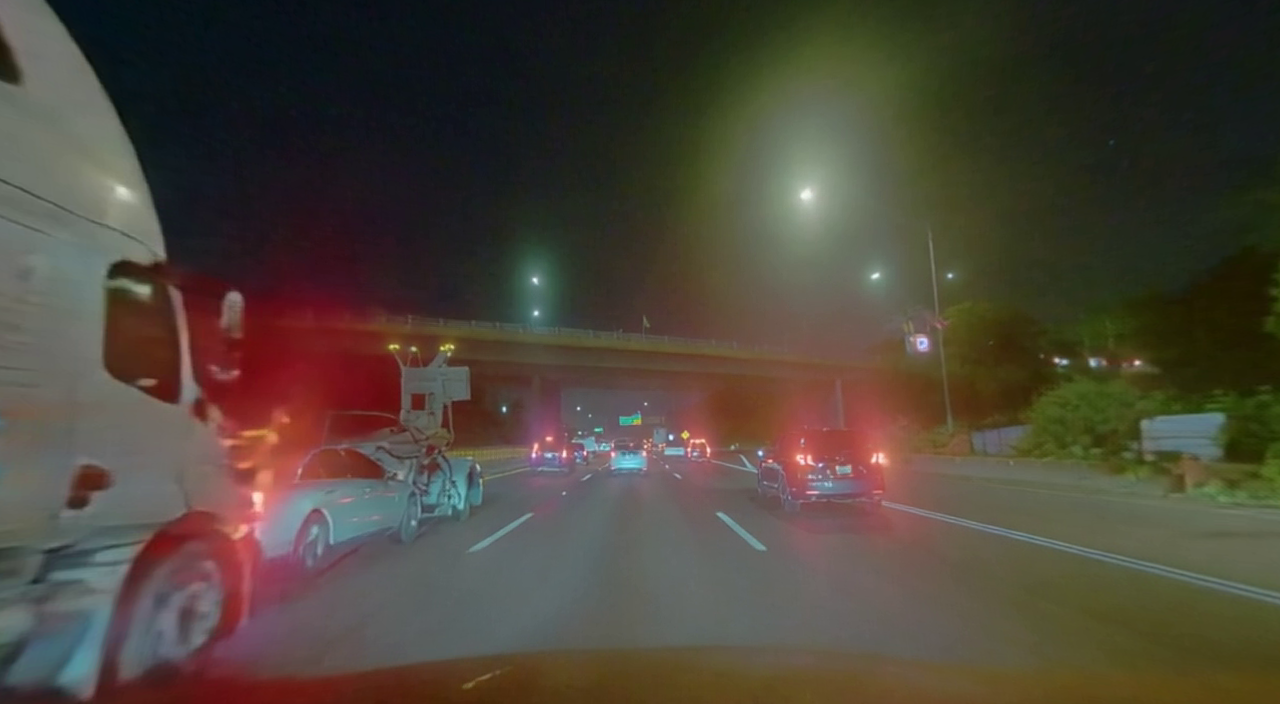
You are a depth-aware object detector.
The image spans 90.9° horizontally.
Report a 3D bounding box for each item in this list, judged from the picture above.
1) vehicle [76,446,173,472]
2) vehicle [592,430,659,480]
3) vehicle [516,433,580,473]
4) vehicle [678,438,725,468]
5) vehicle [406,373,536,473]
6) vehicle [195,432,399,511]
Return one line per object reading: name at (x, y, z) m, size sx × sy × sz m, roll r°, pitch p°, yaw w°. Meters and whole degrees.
vehicle at (-38.023, 7.872, 46.783) m, size 2.189 × 1.778 × 5.746 m, roll 0°, pitch -8°, yaw 1°
vehicle at (-0.499, 3.819, 23.616) m, size 2.270 × 1.696 × 4.061 m, roll 0°, pitch -8°, yaw 0°
vehicle at (-4.040, 4.537, 28.492) m, size 2.124 × 1.639 × 4.344 m, roll 0°, pitch -8°, yaw 2°
vehicle at (3.198, 5.352, 33.530) m, size 2.003 × 1.465 × 4.092 m, roll 0°, pitch -8°, yaw -1°
vehicle at (-7.471, 3.542, 29.992) m, size 2.959 × 3.886 × 10.574 m, roll 0°, pitch -8°, yaw 2°
vehicle at (-7.502, 2.634, 14.510) m, size 1.948 × 1.494 × 4.749 m, roll 0°, pitch -8°, yaw 1°
